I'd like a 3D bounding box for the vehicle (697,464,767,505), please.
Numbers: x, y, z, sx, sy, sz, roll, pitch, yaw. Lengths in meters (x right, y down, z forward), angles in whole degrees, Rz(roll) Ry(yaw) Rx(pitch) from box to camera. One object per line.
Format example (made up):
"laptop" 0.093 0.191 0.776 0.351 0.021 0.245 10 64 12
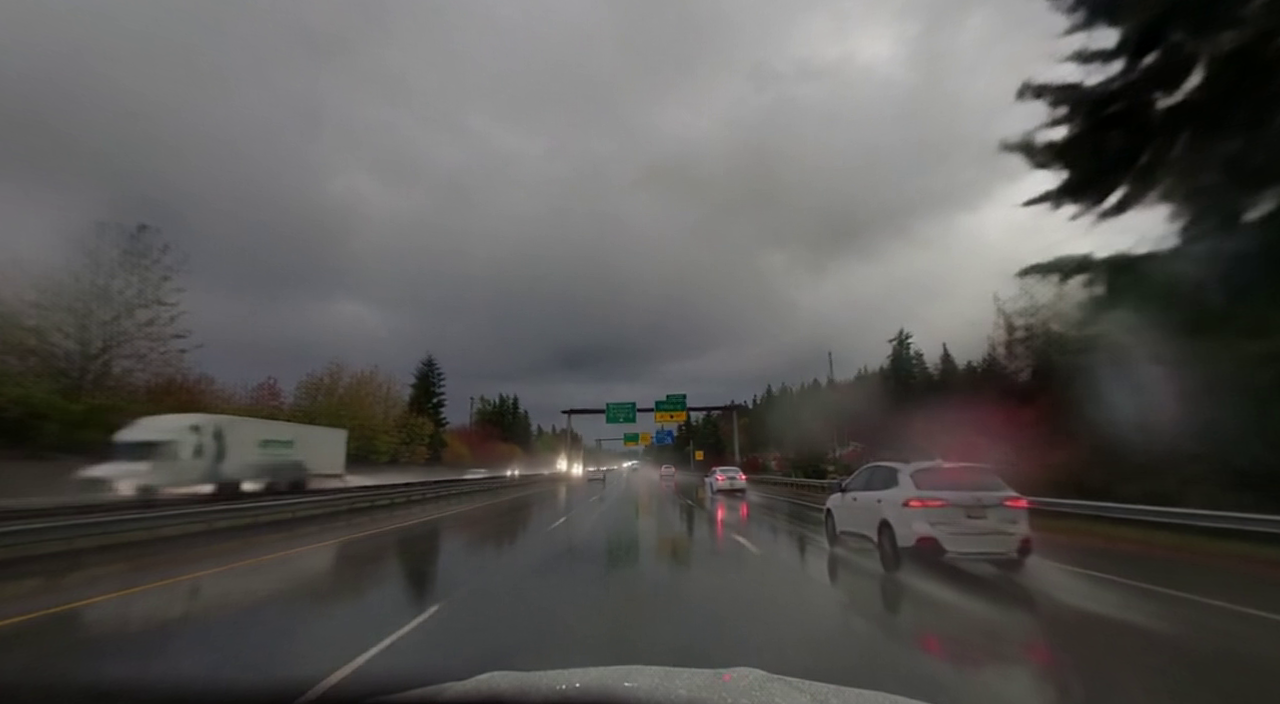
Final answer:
"vehicle" 3.592 5.302 25.482 2.051 1.472 4.547 1 -11 -1

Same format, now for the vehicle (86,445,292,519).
"vehicle" -12.484 3.660 18.029 2.050 1.763 5.114 1 -11 0

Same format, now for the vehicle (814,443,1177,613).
"vehicle" 4.051 2.119 8.405 2.010 1.579 4.679 1 -11 -1

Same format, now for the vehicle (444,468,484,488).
"vehicle" -13.091 9.415 47.136 1.893 1.440 3.550 1 -11 1
